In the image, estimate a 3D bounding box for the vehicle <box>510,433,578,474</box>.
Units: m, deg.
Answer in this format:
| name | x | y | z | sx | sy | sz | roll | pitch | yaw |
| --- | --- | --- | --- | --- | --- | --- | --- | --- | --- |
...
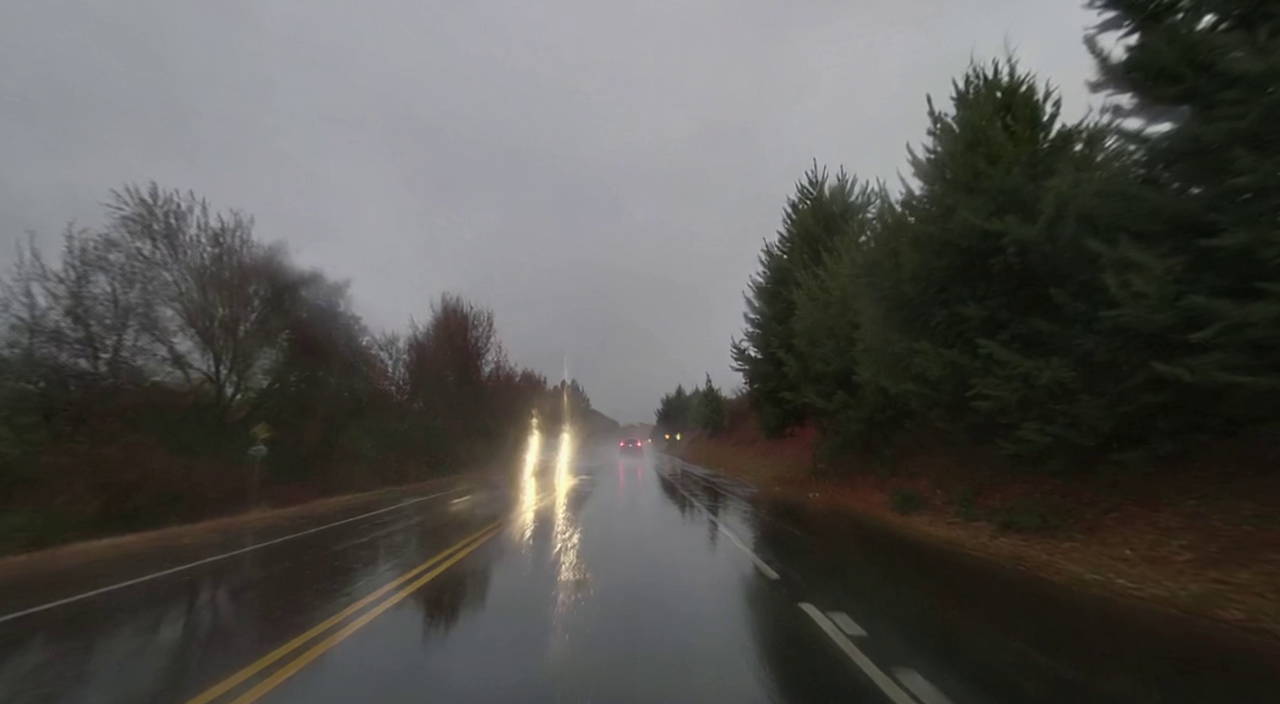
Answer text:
| name | x | y | z | sx | sy | sz | roll | pitch | yaw |
| --- | --- | --- | --- | --- | --- | --- | --- | --- | --- |
| vehicle | -4.645 | 5.021 | 31.421 | 2.695 | 1.840 | 4.689 | 0 | -9 | -1 |
